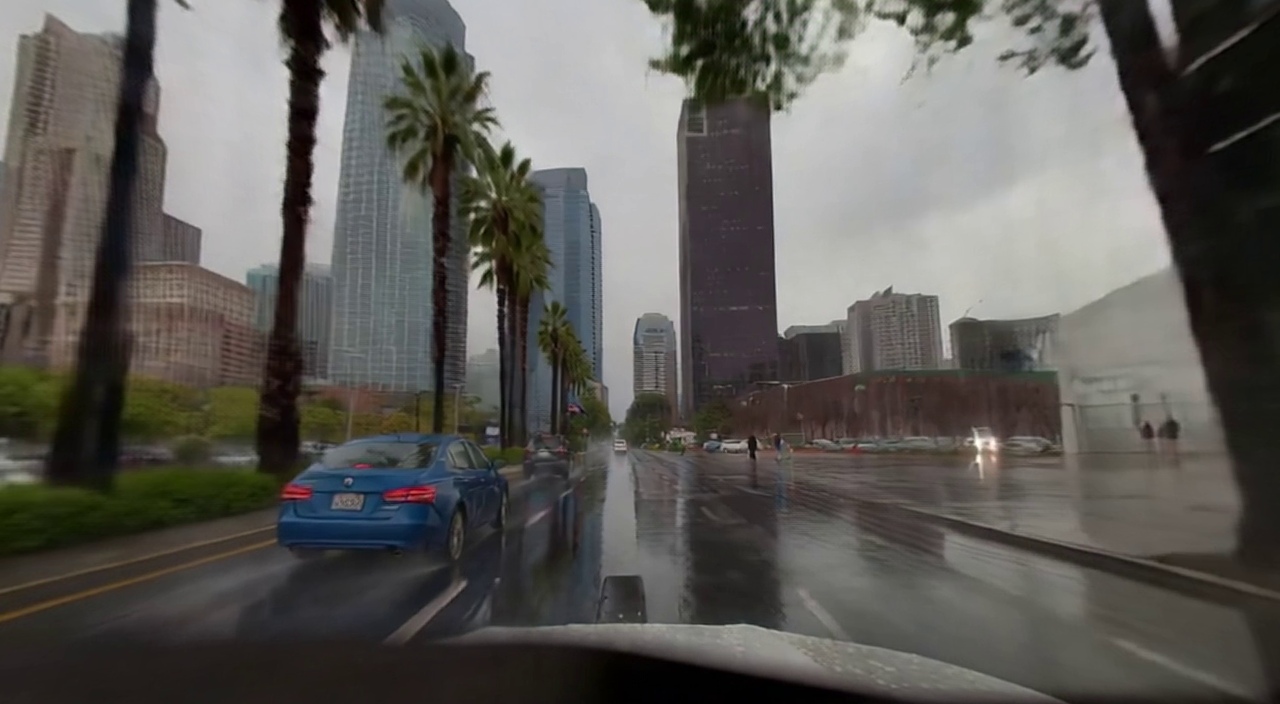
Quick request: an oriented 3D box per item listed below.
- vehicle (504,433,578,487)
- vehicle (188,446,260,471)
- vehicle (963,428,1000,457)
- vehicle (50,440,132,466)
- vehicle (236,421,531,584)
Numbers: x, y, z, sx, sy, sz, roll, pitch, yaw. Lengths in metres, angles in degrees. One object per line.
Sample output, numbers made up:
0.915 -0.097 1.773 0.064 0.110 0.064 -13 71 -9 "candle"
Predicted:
-3.346 3.734 22.126 1.894 1.702 3.999 0 -9 0 "vehicle"
-31.287 8.027 47.745 1.947 1.763 5.176 0 -9 -1 "vehicle"
23.955 6.361 44.282 1.679 1.923 3.703 -6 -11 36 "vehicle"
-43.037 7.933 49.593 4.367 1.957 2.099 1 -9 -2 "vehicle"
-2.845 1.781 8.326 2.071 1.544 4.383 0 -9 -1 "vehicle"
